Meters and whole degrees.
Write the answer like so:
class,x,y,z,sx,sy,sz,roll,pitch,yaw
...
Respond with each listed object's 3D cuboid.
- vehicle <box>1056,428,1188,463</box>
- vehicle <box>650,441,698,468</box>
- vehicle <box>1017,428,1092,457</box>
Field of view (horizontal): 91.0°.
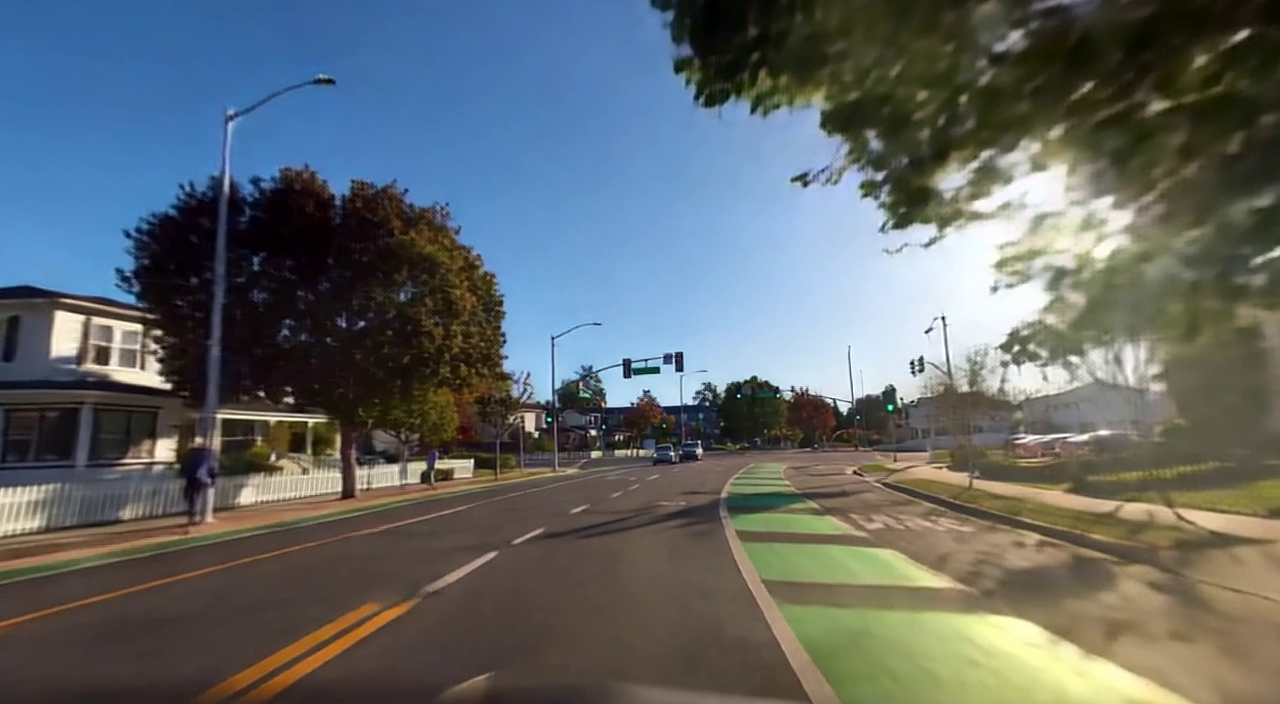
class,x,y,z,sx,sy,sz,roll,pitch,yaw
vehicle,23.028,4.487,30.397,1.972,1.477,5.340,-2,-8,-2
vehicle,2.106,6.071,37.517,1.904,1.489,4.746,-3,-9,15
vehicle,23.478,5.194,35.855,1.937,1.474,5.114,-5,-10,15
